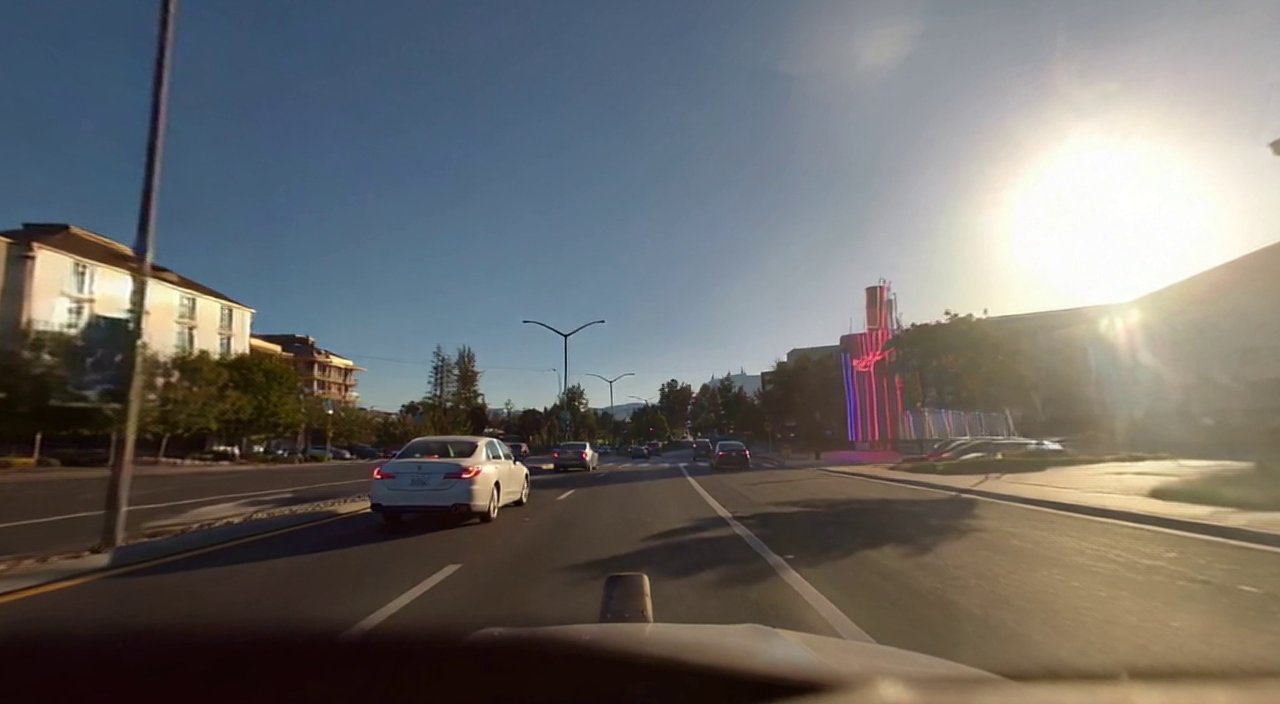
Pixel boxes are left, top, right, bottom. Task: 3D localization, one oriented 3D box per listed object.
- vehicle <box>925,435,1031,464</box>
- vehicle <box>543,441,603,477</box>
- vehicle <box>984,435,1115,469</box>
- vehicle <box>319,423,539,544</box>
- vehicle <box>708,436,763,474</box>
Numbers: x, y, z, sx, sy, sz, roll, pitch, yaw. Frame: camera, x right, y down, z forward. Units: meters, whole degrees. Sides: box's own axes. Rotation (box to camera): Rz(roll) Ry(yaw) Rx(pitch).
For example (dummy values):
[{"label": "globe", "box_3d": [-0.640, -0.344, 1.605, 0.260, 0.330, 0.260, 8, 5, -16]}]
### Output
[{"label": "vehicle", "box_3d": [18.528, 5.368, 34.695, 4.583, 1.491, 2.192, 0, -8, -1]}, {"label": "vehicle", "box_3d": [-2.883, 4.706, 28.010, 1.980, 1.454, 4.226, -1, -8, 3]}, {"label": "vehicle", "box_3d": [18.706, 4.585, 28.972, 4.502, 1.454, 2.129, 0, -8, 1]}, {"label": "vehicle", "box_3d": [-3.144, 2.060, 10.579, 2.118, 1.568, 4.436, 0, -8, 0]}, {"label": "vehicle", "box_3d": [4.584, 5.016, 30.942, 2.103, 1.699, 4.171, 0, -8, 1]}]
